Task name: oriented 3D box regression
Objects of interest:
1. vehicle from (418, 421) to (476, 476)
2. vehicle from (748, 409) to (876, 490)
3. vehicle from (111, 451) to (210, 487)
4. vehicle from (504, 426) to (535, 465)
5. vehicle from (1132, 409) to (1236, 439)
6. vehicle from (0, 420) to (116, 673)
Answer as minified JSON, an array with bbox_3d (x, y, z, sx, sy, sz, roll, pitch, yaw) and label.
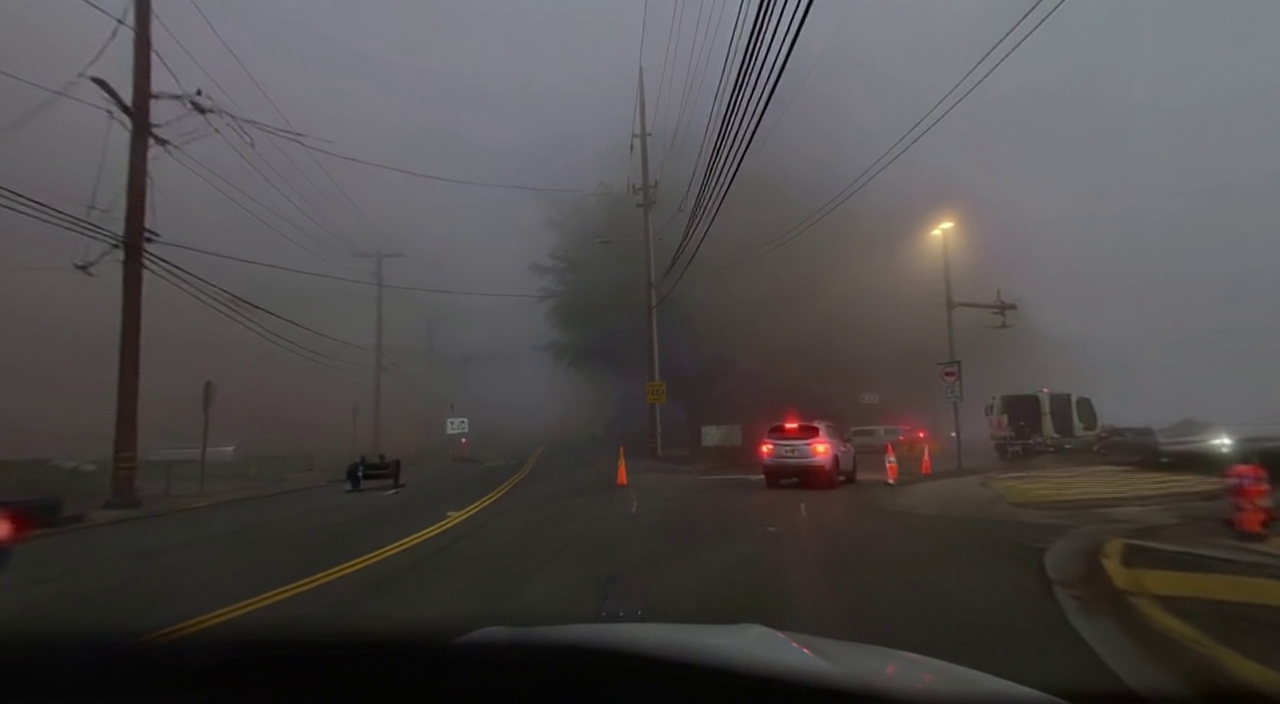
[{"bbox_3d":[-10.332,5.154,34.037,2.185,2.644,3.306,-4,-7,-4],"label":"vehicle"},{"bbox_3d":[4.927,2.648,17.521,2.256,1.859,5.118,-5,-9,28],"label":"vehicle"},{"bbox_3d":[-22.392,5.454,29.714,1.817,1.456,4.079,0,-8,-7],"label":"vehicle"},{"bbox_3d":[-8.640,6.731,45.588,1.959,2.654,4.078,1,-8,-7],"label":"vehicle"},{"bbox_3d":[33.385,4.491,38.890,1.937,1.688,4.382,5,-10,-35],"label":"vehicle"},{"bbox_3d":[-5.051,0.975,2.274,2.103,1.526,4.743,-1,-8,3],"label":"vehicle"}]
